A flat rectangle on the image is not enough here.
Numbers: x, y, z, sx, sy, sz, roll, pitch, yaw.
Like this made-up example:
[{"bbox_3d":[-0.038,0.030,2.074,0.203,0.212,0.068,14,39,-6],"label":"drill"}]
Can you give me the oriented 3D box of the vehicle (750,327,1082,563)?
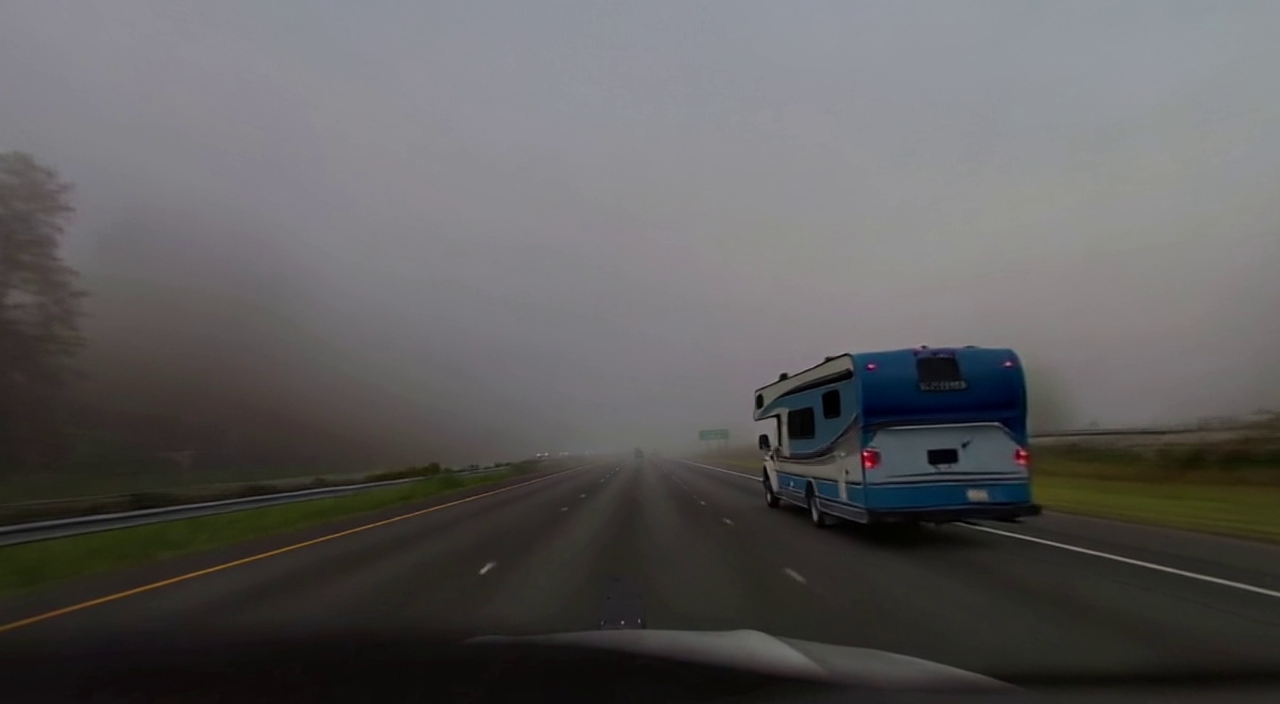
[{"bbox_3d":[3.771,1.549,10.582,2.556,2.763,6.287,0,-9,-1],"label":"vehicle"}]
